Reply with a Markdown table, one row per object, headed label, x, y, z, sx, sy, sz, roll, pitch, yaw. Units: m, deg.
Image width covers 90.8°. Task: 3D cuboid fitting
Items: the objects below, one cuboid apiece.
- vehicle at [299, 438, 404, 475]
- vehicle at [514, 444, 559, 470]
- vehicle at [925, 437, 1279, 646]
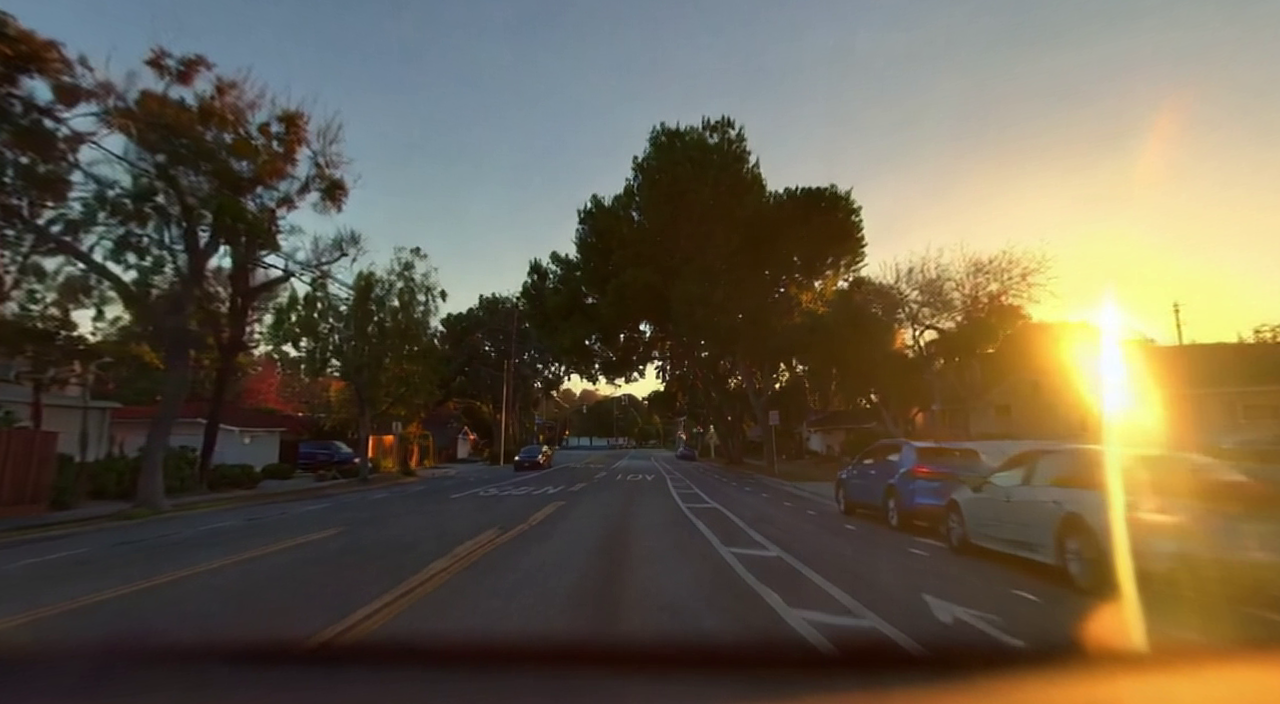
| label | x | y | z | sx | sy | sz | roll | pitch | yaw |
| --- | --- | --- | --- | --- | --- | --- | --- | --- | --- |
| vehicle | -16.257 | 5.859 | 35.714 | 5.125 | 1.941 | 2.086 | 4 | -9 | -26 |
| vehicle | -6.579 | 6.696 | 40.509 | 2.057 | 1.495 | 4.592 | 0 | -8 | 1 |
| vehicle | 5.169 | 1.792 | 7.140 | 1.891 | 1.611 | 4.269 | 0 | -8 | 0 |
